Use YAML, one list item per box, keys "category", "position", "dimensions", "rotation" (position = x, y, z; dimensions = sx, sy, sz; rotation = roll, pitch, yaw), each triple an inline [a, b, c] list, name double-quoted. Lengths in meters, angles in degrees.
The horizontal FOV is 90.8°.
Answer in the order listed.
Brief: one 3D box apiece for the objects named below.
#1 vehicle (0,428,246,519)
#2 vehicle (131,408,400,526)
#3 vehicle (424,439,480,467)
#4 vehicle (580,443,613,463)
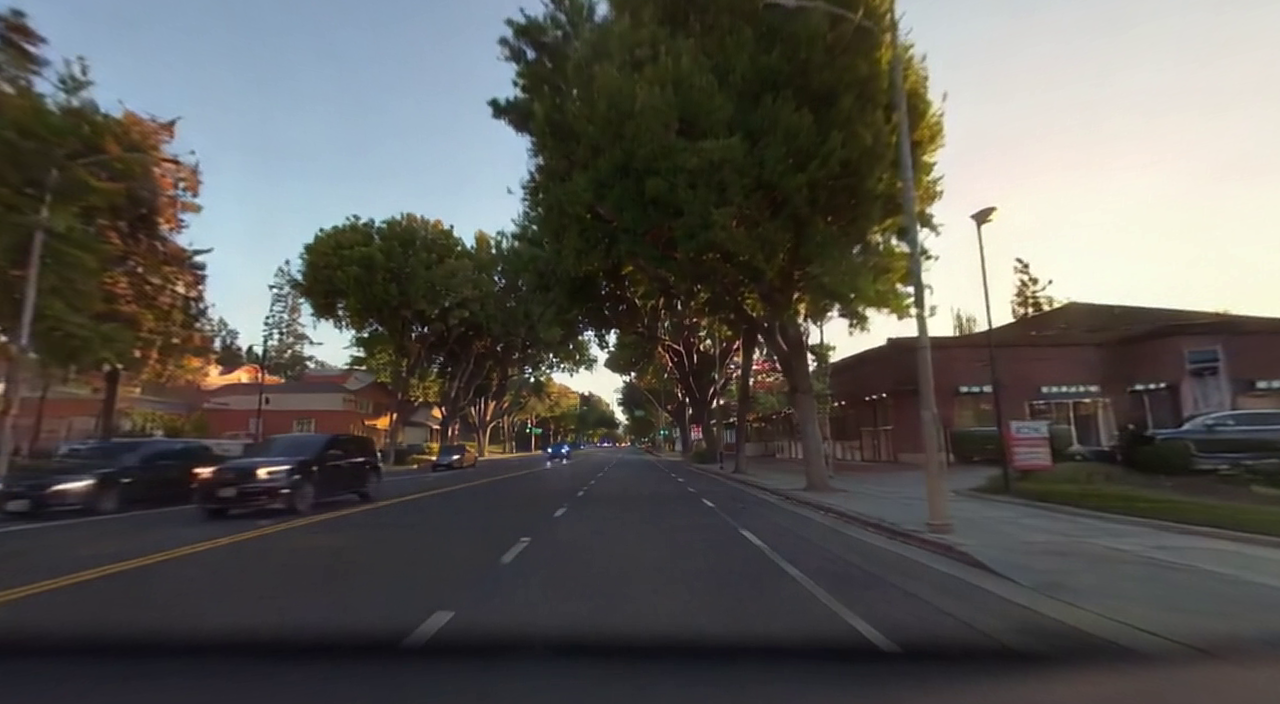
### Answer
- category: "vehicle"
  position: [-10.070, 2.241, 12.236]
  dimensions: [2.012, 1.429, 4.462]
  rotation: [0, -8, 0]
- category: "vehicle"
  position: [-6.734, 2.132, 12.228]
  dimensions: [2.322, 1.819, 4.651]
  rotation: [0, -8, 0]
- category: "vehicle"
  position: [-10.488, 5.678, 35.584]
  dimensions: [1.952, 1.422, 4.305]
  rotation: [-1, -8, -1]
- category: "vehicle"
  position: [-3.219, 7.588, 47.719]
  dimensions: [2.122, 1.469, 4.388]
  rotation: [0, -8, 0]
